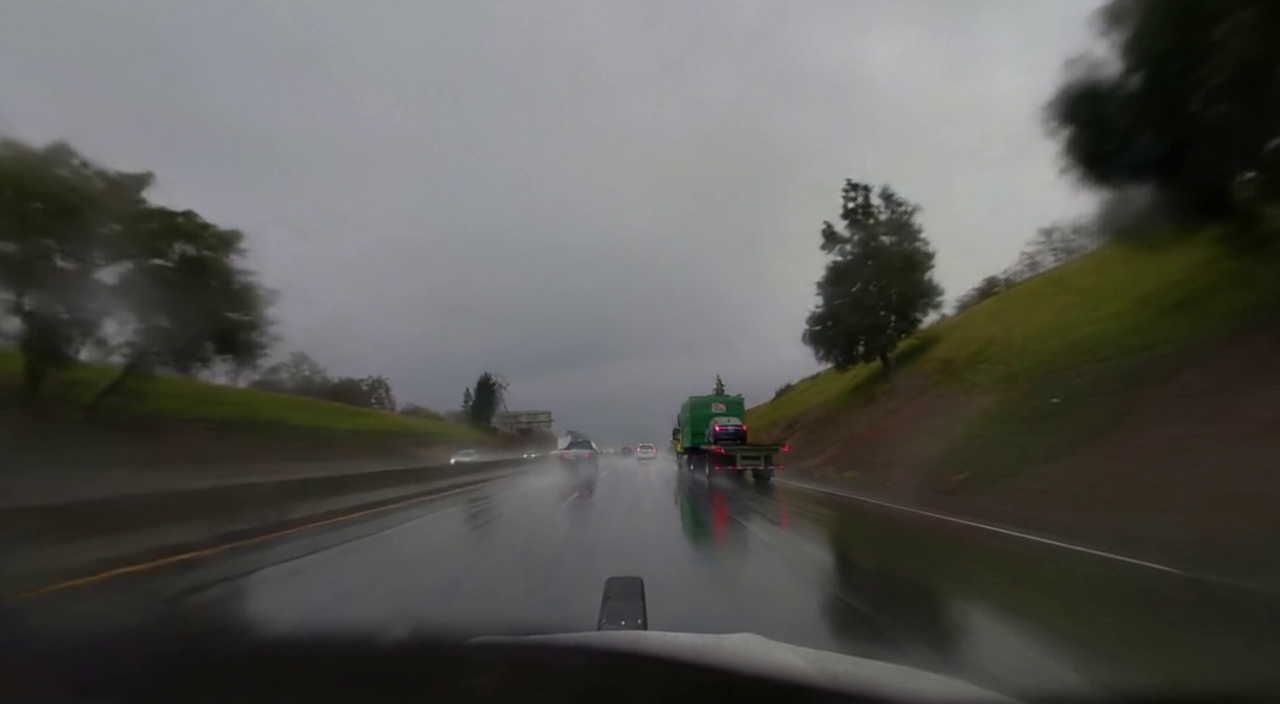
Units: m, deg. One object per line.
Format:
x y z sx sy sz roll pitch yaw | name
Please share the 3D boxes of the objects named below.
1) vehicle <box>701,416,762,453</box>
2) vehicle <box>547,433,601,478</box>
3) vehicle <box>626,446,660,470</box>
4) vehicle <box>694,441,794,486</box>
4.022 3.776 28.433 1.968 1.547 4.215 0 -9 -2 | vehicle
-3.188 5.140 31.337 2.142 2.044 4.446 0 -9 1 | vehicle
0.199 6.918 41.167 2.086 1.497 3.681 0 -9 0 | vehicle
4.132 4.749 27.296 2.654 1.574 9.537 0 -9 -1 | vehicle
